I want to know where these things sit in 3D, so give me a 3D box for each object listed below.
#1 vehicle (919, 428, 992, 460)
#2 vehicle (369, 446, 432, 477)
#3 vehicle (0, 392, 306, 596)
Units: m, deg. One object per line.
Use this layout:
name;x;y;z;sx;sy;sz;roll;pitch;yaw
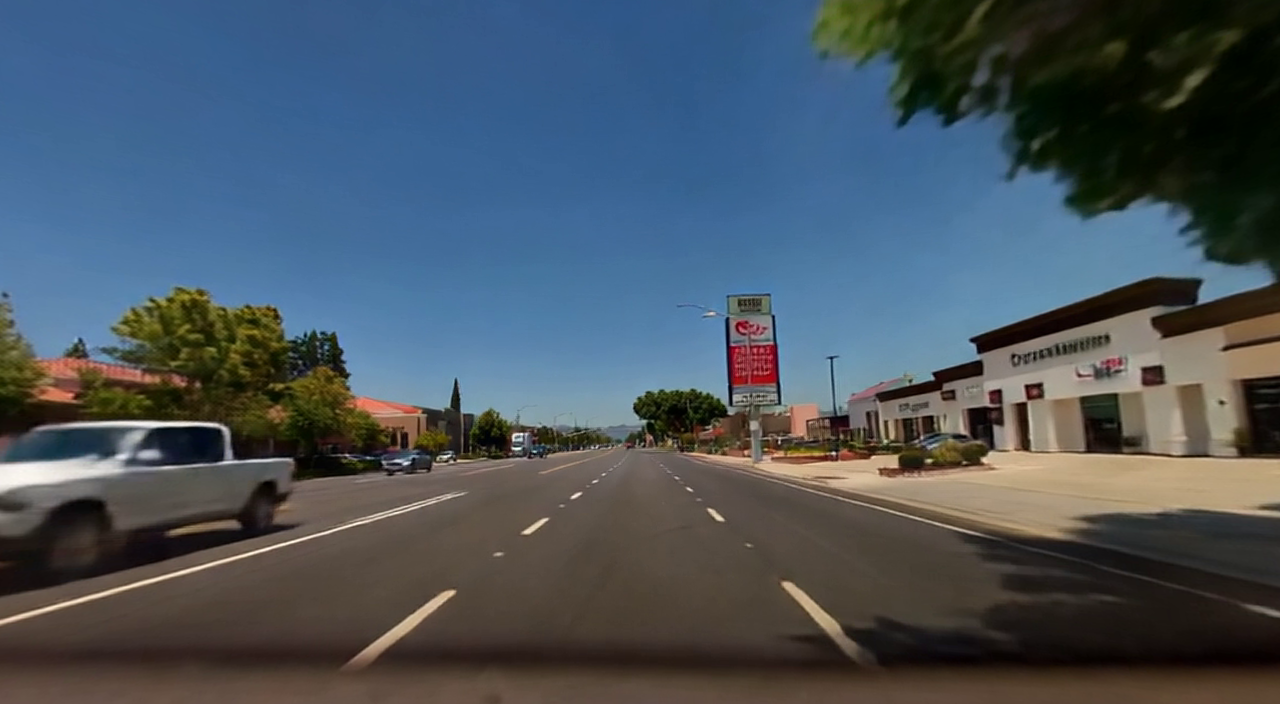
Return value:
vehicle;17.243;5.030;34.451;4.277;1.605;1.920;7;-11;-41
vehicle;-14.006;6.397;37.254;1.961;1.670;4.583;0;-9;-1
vehicle;-7.285;1.701;8.283;2.452;1.905;6.188;0;-9;0
